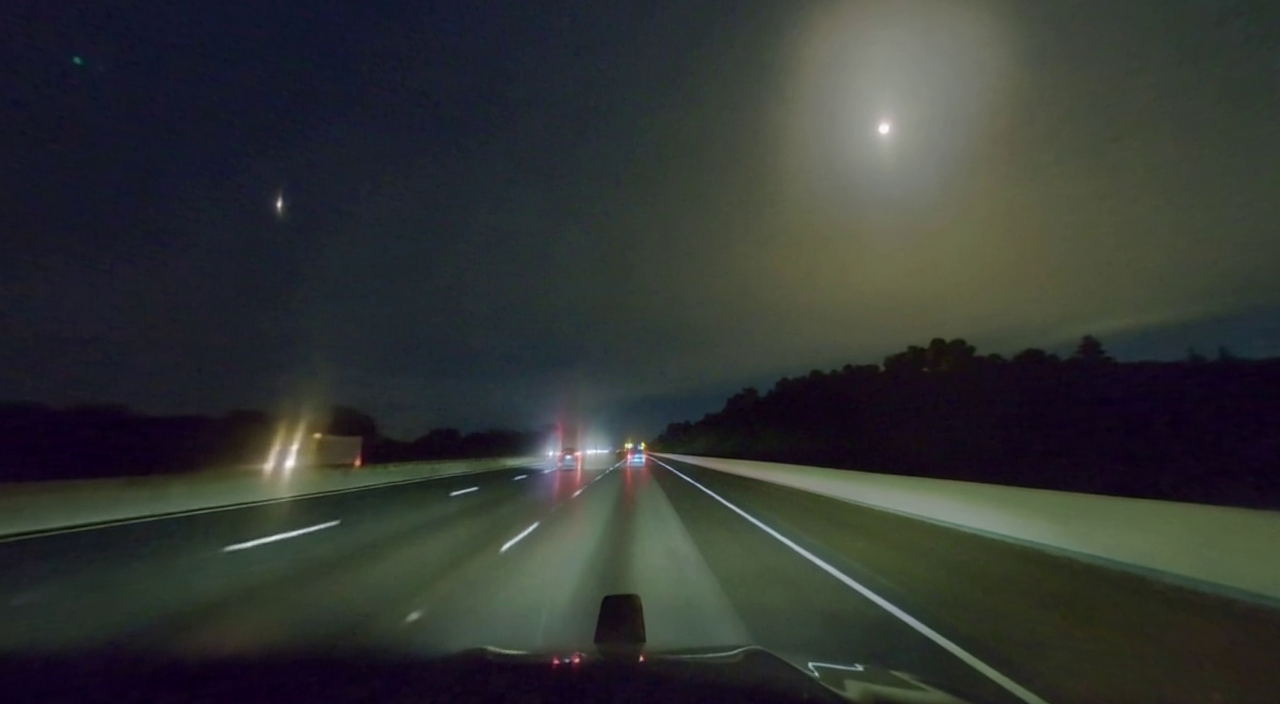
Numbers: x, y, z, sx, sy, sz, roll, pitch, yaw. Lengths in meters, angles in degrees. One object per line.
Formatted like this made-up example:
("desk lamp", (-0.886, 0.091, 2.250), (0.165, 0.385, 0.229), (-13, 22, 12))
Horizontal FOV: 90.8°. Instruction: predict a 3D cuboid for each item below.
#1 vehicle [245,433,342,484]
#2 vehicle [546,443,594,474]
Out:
("vehicle", (-24.894, 7.678, 45.859), (2.650, 3.318, 7.600), (0, -9, 1))
("vehicle", (-4.184, 6.466, 38.432), (2.272, 1.759, 5.058), (0, -9, 1))
